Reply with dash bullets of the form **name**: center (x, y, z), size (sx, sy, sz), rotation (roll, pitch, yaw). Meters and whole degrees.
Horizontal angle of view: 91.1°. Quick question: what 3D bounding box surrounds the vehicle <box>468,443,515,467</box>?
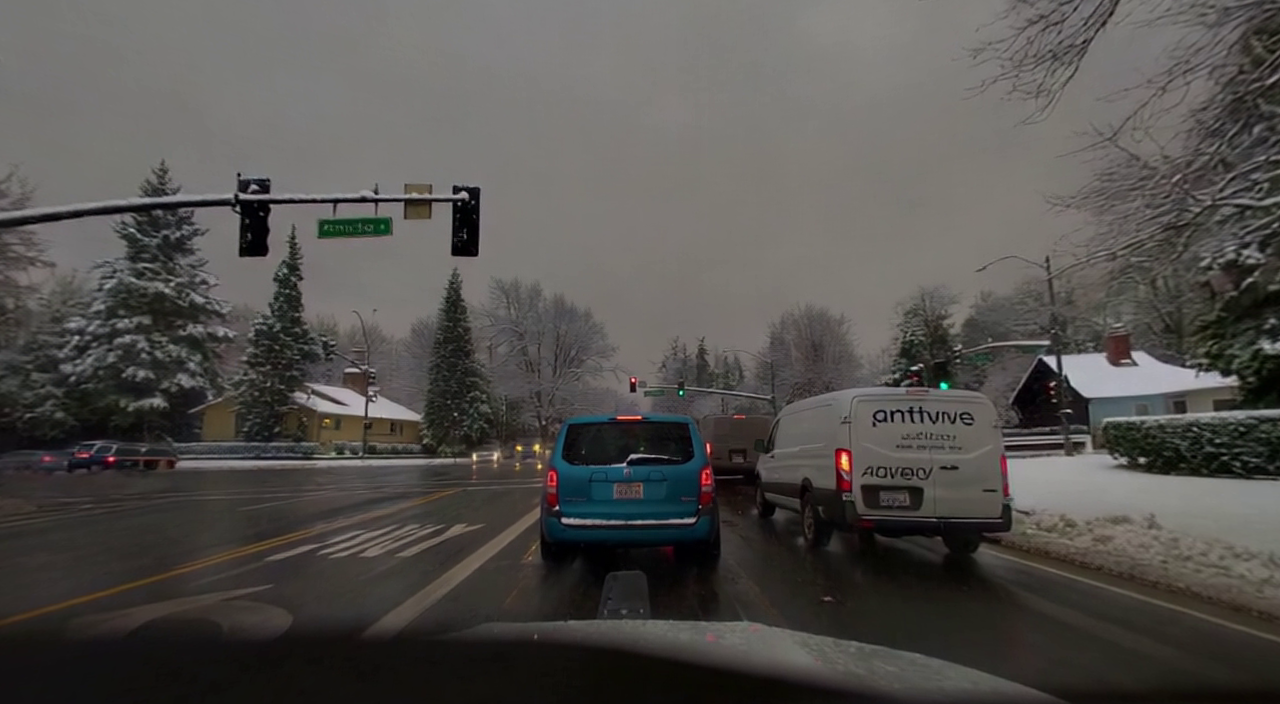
- **vehicle**: center (-9.901, 6.901, 42.166), size (1.881, 1.515, 4.262), rotation (0, -8, 3)

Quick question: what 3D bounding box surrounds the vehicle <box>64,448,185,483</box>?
- **vehicle**: center (-25.256, 5.543, 30.916), size (4.073, 1.603, 1.920), rotation (1, -8, -9)

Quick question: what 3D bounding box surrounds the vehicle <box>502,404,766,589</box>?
- **vehicle**: center (-0.046, 1.598, 7.794), size (2.321, 1.624, 4.367), rotation (0, -8, 0)

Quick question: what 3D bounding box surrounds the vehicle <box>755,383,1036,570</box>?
- **vehicle**: center (3.044, 1.596, 8.704), size (2.059, 1.924, 4.257), rotation (0, -8, 0)
